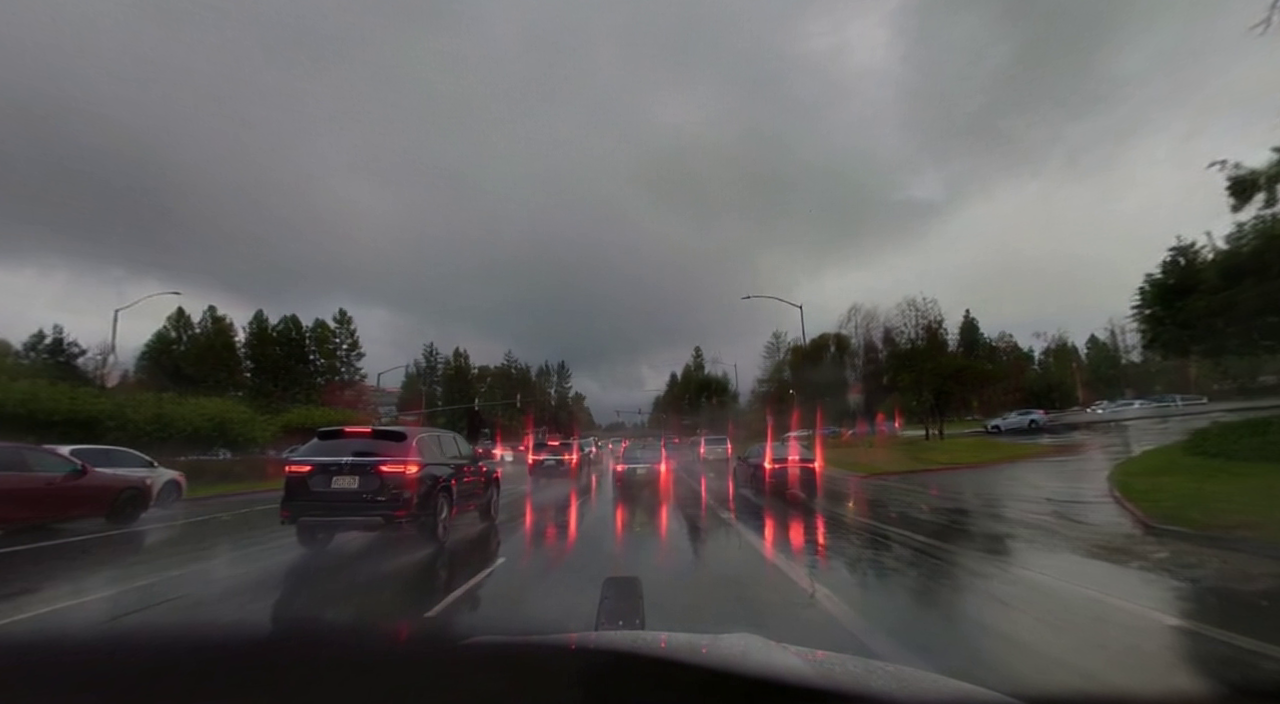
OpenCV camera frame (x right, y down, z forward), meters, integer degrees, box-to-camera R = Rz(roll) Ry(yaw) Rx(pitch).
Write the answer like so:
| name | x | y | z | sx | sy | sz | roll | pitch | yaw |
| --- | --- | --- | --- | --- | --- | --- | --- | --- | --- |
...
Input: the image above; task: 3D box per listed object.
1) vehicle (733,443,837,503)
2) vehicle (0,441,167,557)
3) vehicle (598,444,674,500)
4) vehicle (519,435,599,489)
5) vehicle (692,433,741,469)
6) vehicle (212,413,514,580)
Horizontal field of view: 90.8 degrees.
| name | x | y | z | sx | sy | sz | roll | pitch | yaw |
| --- | --- | --- | --- | --- | --- | --- | --- | --- | --- |
| vehicle | 3.894 | 3.311 | 17.758 | 1.884 | 1.463 | 4.195 | 0 | -8 | -1 |
| vehicle | -9.315 | 1.965 | 8.616 | 2.146 | 1.480 | 4.589 | 0 | -8 | 0 |
| vehicle | -0.086 | 3.536 | 19.119 | 2.030 | 1.477 | 4.330 | 0 | -8 | 1 |
| vehicle | -2.935 | 4.129 | 24.023 | 2.218 | 1.829 | 4.492 | -1 | -8 | 3 |
| vehicle | 4.119 | 5.450 | 34.836 | 2.099 | 1.845 | 4.363 | 0 | -8 | -1 |
| vehicle | -3.463 | 1.922 | 9.385 | 2.111 | 1.745 | 5.274 | 0 | -8 | 0 |
